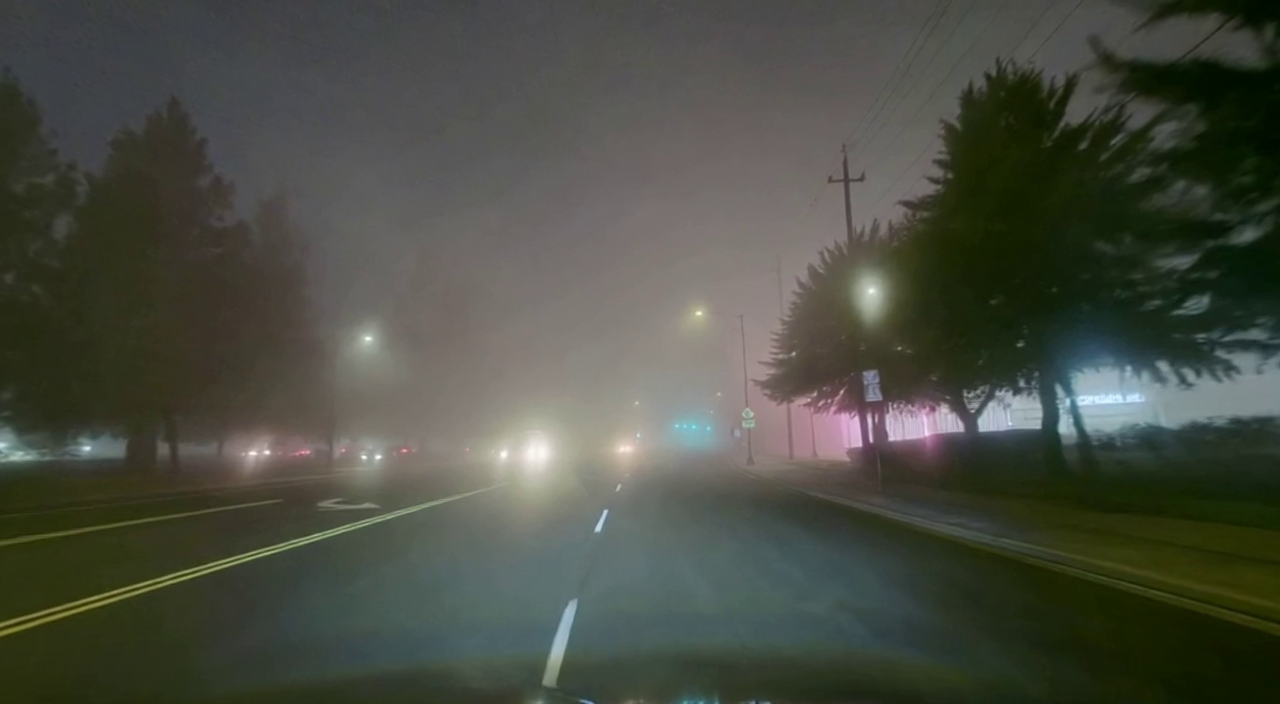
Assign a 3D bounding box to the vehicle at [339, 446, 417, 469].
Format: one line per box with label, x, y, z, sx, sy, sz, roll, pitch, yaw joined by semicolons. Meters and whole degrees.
vehicle;-18.875;7.585;45.320;4.783;1.579;2.157;-2;-9;12
